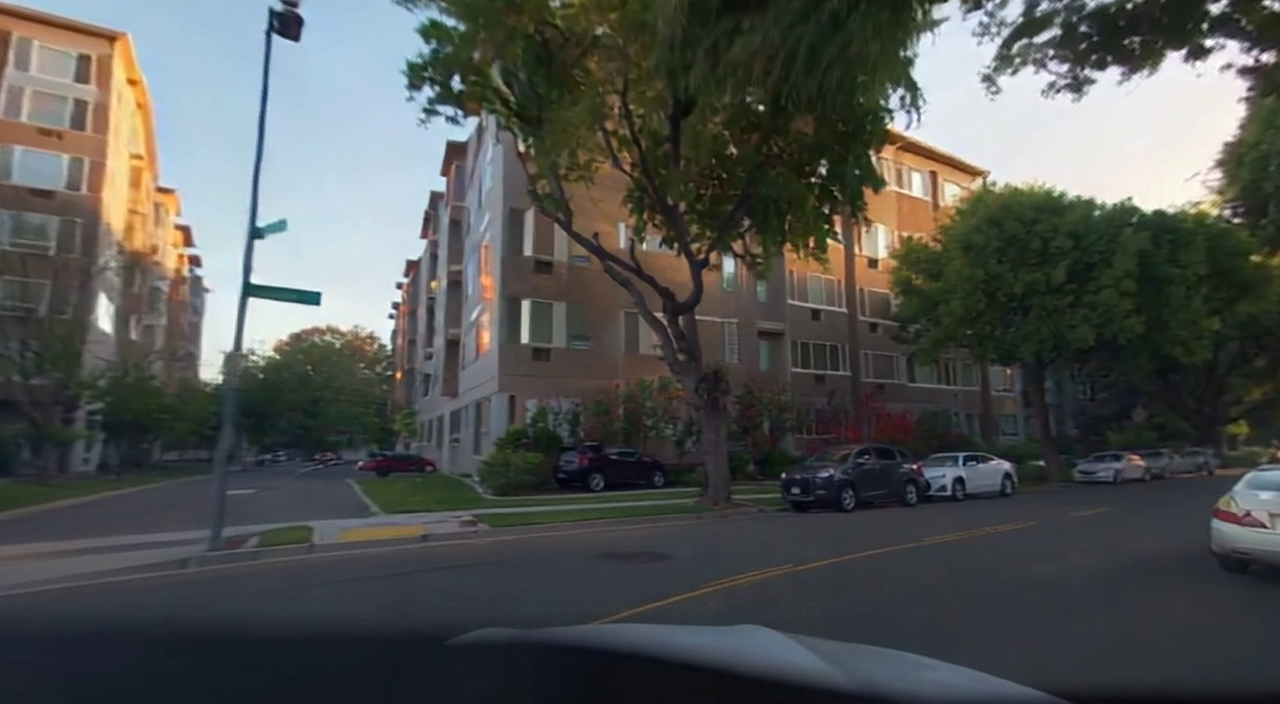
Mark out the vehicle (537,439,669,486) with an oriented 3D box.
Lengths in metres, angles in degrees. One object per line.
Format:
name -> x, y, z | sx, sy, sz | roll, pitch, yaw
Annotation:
vehicle -> -1.156, 3.802, 22.048 | 1.812, 1.458, 4.714 | -7, -11, 40

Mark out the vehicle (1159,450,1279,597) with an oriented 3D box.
vehicle -> 8.341, 1.894, 7.497 | 4.634, 1.424, 1.966 | 6, -10, -33

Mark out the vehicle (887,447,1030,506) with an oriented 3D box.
vehicle -> 9.735, 3.686, 19.201 | 4.696, 1.478, 1.902 | 5, -11, -37

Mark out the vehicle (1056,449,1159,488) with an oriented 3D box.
vehicle -> 19.267, 4.715, 25.982 | 4.313, 1.463, 1.921 | 6, -10, -33

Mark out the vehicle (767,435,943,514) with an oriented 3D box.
vehicle -> 5.632, 3.085, 16.362 | 4.584, 1.744, 1.946 | 6, -11, -36
